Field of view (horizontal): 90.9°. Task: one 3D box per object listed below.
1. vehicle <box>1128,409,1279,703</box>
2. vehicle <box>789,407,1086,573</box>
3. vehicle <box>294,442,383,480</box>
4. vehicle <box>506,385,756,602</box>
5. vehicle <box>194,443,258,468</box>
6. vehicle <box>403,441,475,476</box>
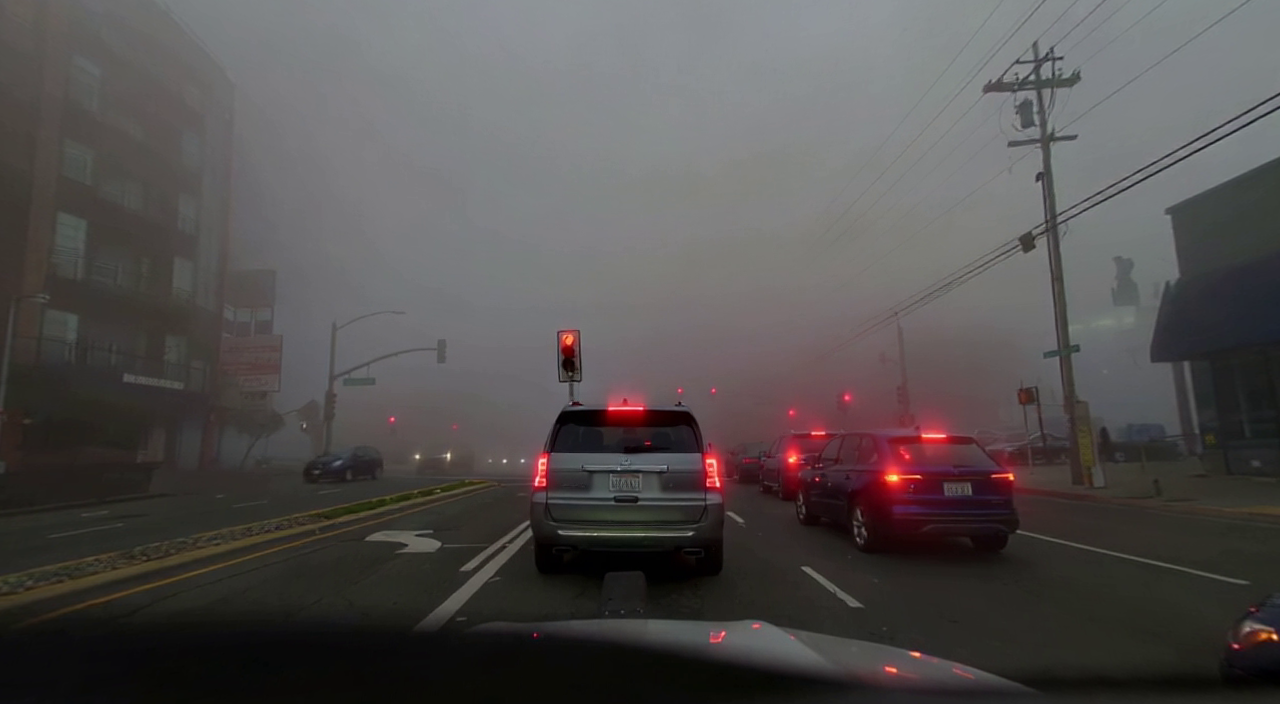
[{"bbox_3d":[3.368,0.729,0.812,1.884,1.484,4.609,0,-8,2],"label":"vehicle"},{"bbox_3d":[3.627,1.756,8.816,2.036,1.719,4.318,0,-8,0],"label":"vehicle"},{"bbox_3d":[-14.826,5.375,31.351,2.102,1.737,4.570,0,-8,1],"label":"vehicle"},{"bbox_3d":[0.007,1.535,7.684,2.154,1.861,4.280,0,-8,3],"label":"vehicle"},{"bbox_3d":[-27.422,6.870,41.871,1.693,1.563,3.716,0,-8,0],"label":"vehicle"},{"bbox_3d":[-11.412,6.079,36.284,2.224,1.840,5.290,0,-8,3],"label":"vehicle"}]
